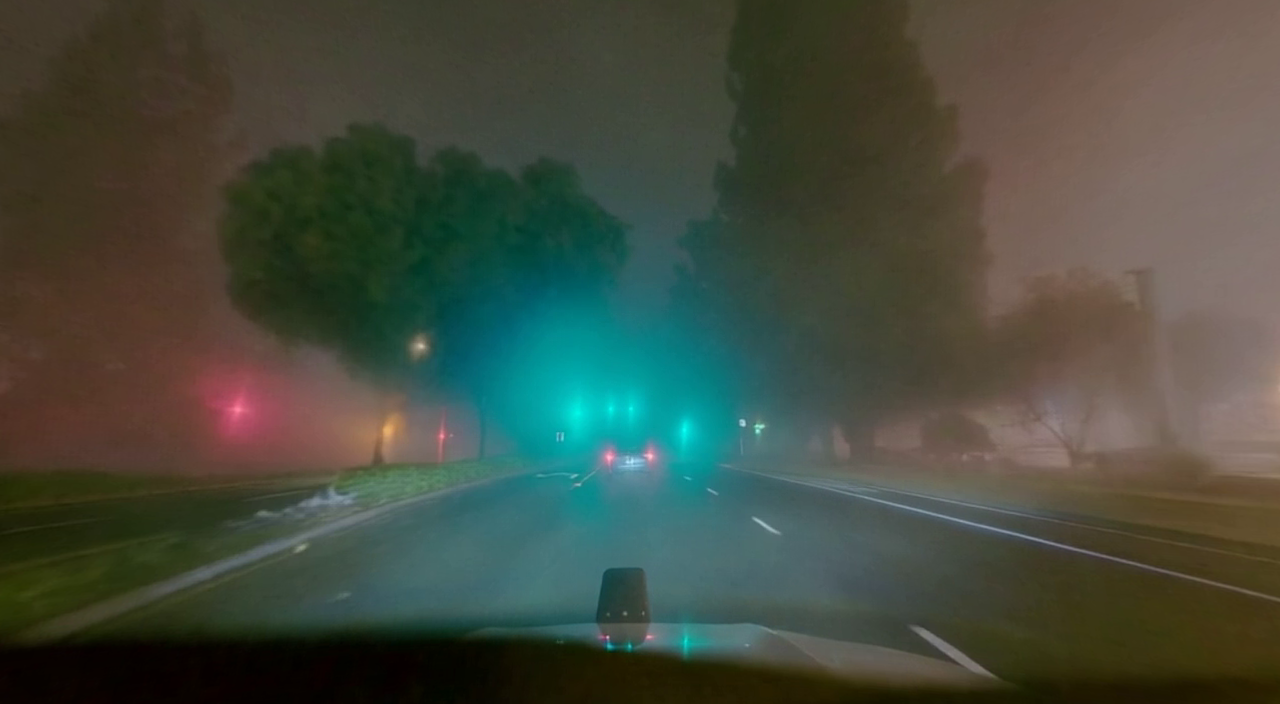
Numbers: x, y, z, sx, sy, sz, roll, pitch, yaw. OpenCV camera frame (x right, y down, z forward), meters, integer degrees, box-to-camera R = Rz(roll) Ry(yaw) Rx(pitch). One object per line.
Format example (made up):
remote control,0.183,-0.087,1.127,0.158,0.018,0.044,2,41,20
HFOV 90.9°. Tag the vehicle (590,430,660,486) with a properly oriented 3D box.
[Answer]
vehicle,-0.513,3.648,21.994,2.192,1.734,4.176,0,-9,-1
